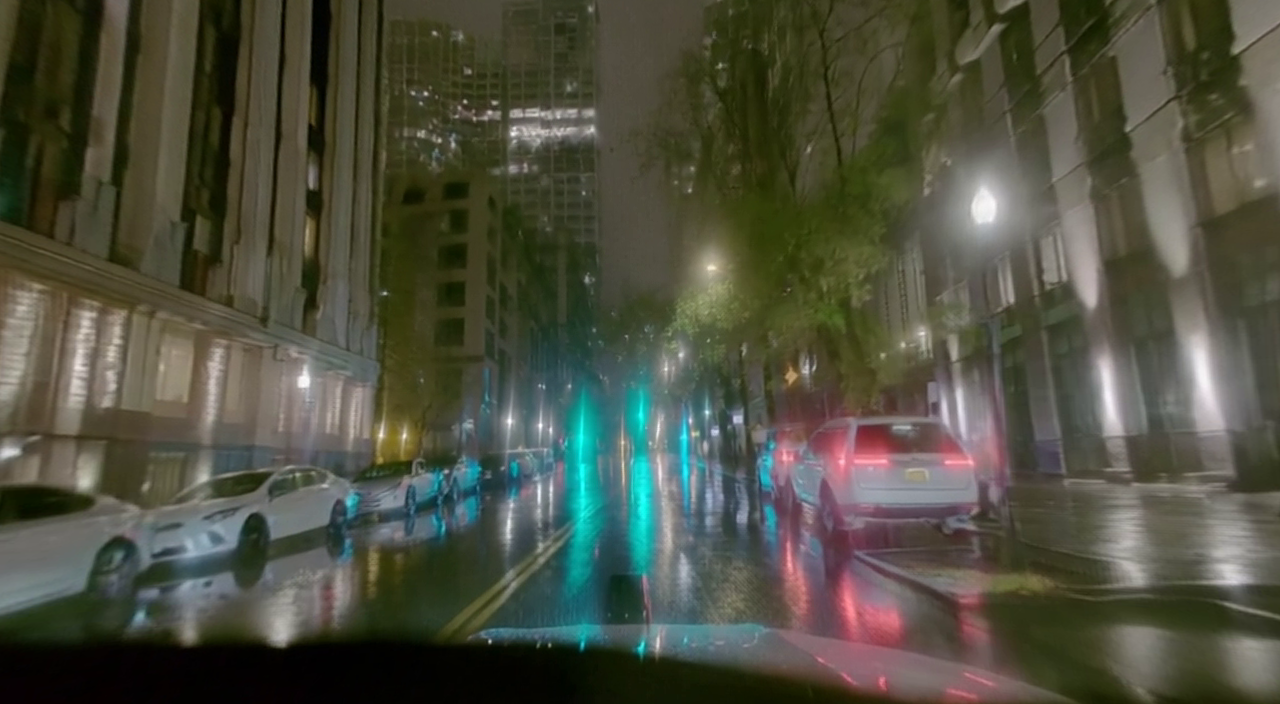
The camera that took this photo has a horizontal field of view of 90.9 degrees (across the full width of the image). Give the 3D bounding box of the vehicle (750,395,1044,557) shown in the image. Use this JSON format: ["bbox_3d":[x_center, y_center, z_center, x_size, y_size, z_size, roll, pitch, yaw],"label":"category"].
[{"bbox_3d":[3.973,2.096,11.495,2.568,2.001,5.999,-3,-8,-2],"label":"vehicle"}]

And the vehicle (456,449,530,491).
[{"bbox_3d":[-6.440,5.183,28.161,2.270,1.539,4.855,-3,-8,-2],"label":"vehicle"}]

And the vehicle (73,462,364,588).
[{"bbox_3d":[-6.863,2.807,11.167,1.889,1.451,5.013,-3,-8,-2],"label":"vehicle"}]

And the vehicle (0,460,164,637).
[{"bbox_3d":[-6.935,1.867,5.572,1.944,1.574,4.717,-3,-8,-2],"label":"vehicle"}]

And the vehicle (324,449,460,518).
[{"bbox_3d":[-6.690,3.536,17.601,2.110,1.498,4.555,-3,-8,-2],"label":"vehicle"}]
